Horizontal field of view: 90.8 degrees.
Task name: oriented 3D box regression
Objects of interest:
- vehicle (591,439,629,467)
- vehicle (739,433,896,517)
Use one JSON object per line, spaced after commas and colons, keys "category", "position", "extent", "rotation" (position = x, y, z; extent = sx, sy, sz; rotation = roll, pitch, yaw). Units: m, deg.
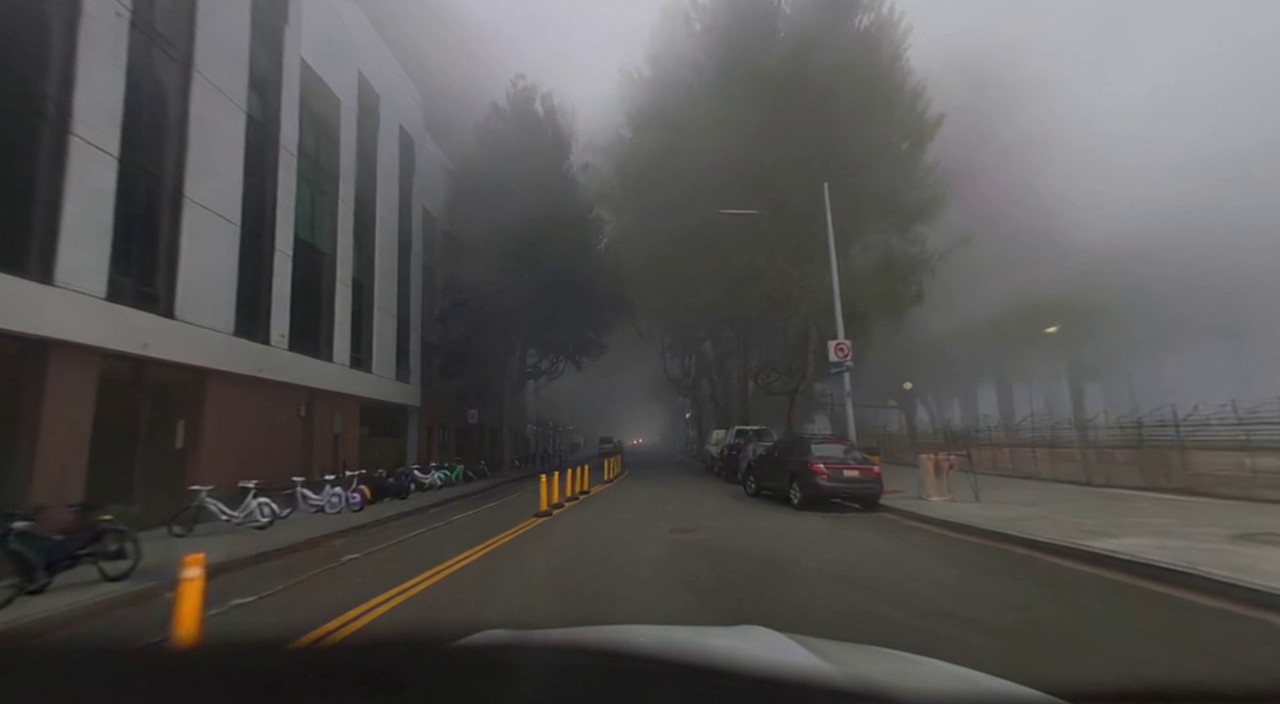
{"category": "vehicle", "position": [-1.700, 5.880, 36.988], "extent": [2.035, 1.506, 4.075], "rotation": [-1, -8, -1]}
{"category": "vehicle", "position": [3.559, 2.526, 13.607], "extent": [2.020, 1.448, 4.220], "rotation": [-1, -8, -2]}
